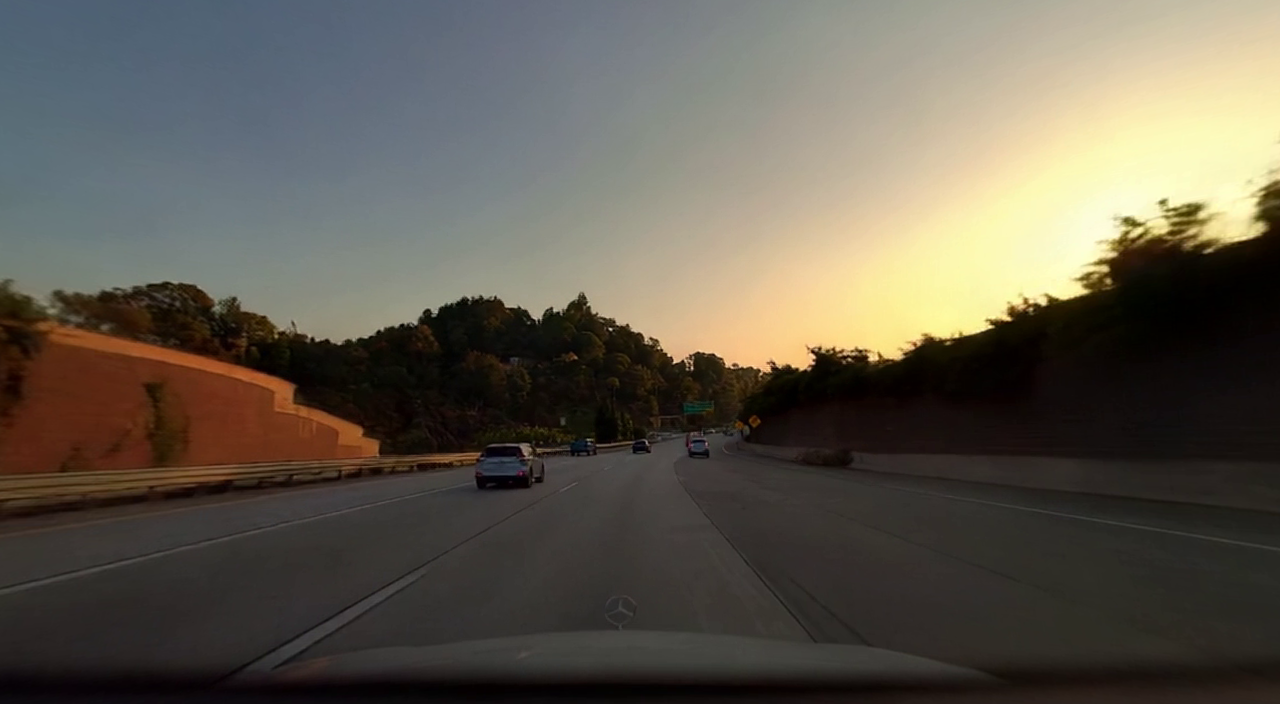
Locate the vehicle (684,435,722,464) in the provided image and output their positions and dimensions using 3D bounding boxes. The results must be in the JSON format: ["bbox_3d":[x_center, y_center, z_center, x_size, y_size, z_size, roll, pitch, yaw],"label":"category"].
[{"bbox_3d":[4.078,6.433,41.623,2.211,1.814,4.404,0,-9,2],"label":"vehicle"}]

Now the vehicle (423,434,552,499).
[{"bbox_3d":[-3.819,2.969,16.772,2.192,1.482,4.454,0,-9,1],"label":"vehicle"}]
